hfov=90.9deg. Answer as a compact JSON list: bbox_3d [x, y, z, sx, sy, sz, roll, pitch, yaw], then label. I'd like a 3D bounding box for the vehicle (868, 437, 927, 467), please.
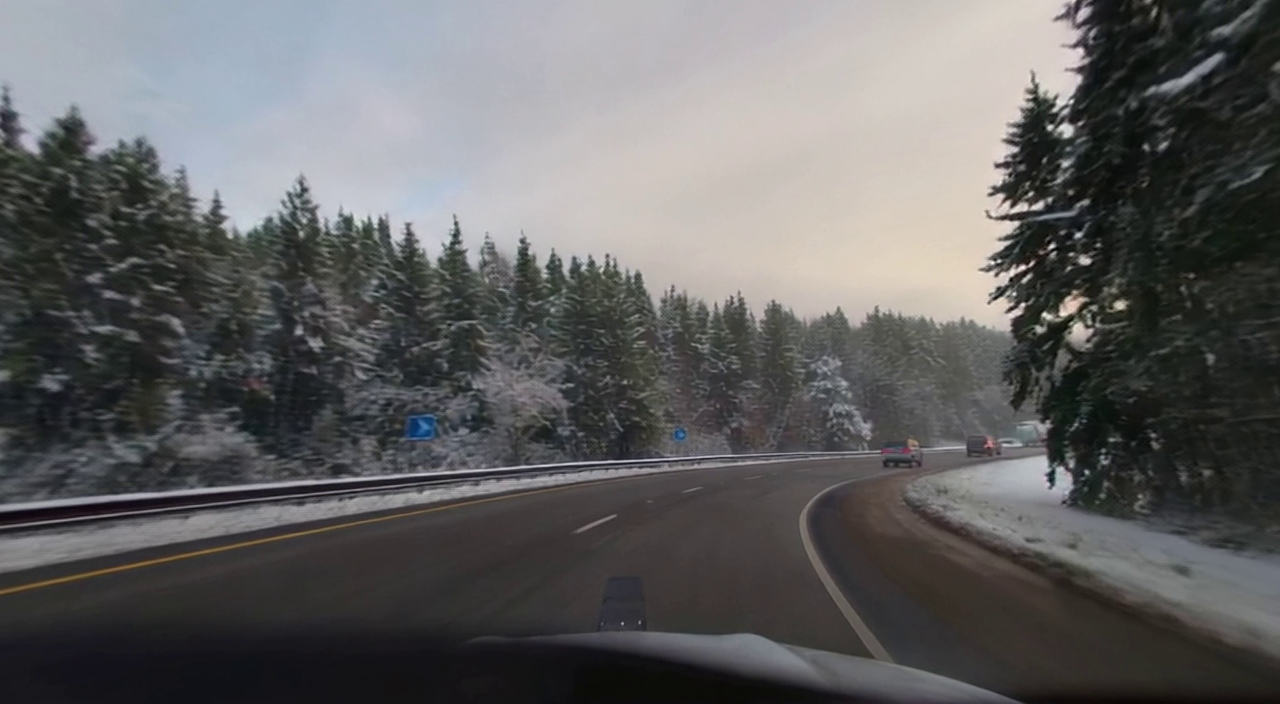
[{"bbox_3d":[15.480,5.969,37.778,2.221,1.674,4.325,-7,-11,36],"label":"vehicle"}]
